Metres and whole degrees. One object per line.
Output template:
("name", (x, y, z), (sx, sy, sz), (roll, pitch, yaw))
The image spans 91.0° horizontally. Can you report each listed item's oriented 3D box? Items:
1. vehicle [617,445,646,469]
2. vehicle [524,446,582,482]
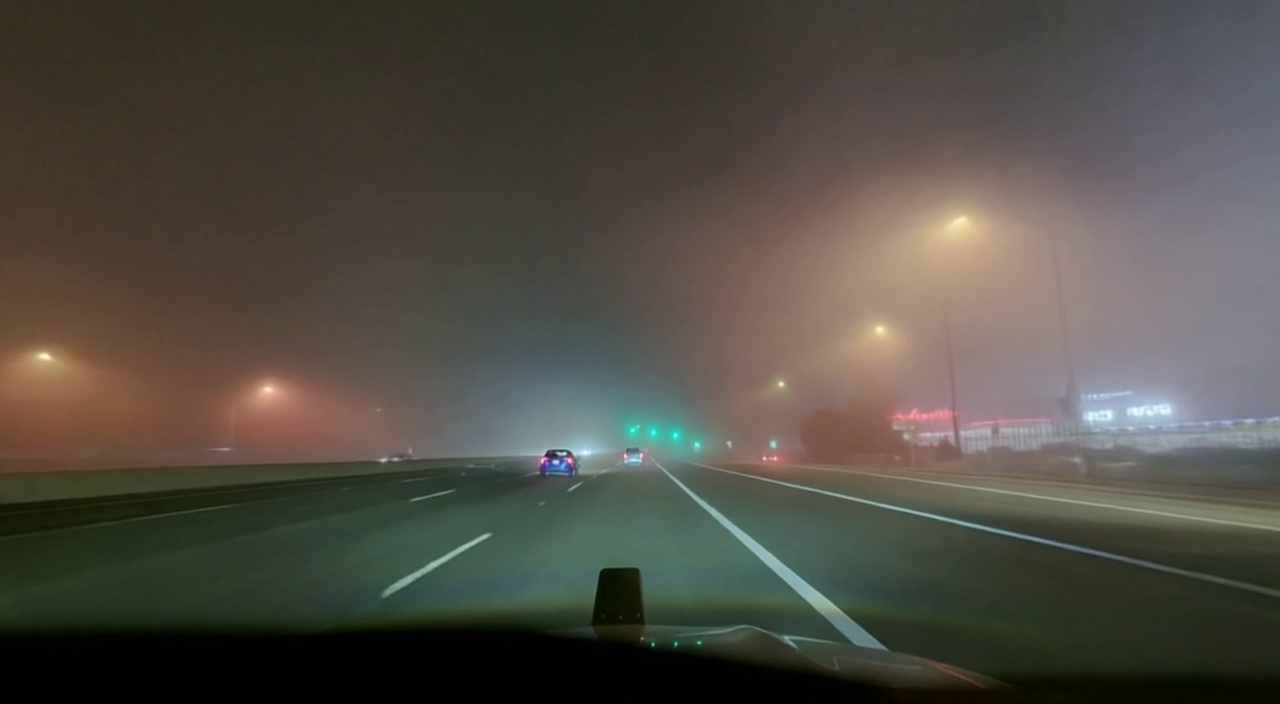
("vehicle", (-0.607, 7.908, 47.501), (2.102, 1.692, 4.057), (0, -9, 1))
("vehicle", (-4.034, 5.292, 29.959), (2.071, 1.553, 4.388), (0, -9, 1))
